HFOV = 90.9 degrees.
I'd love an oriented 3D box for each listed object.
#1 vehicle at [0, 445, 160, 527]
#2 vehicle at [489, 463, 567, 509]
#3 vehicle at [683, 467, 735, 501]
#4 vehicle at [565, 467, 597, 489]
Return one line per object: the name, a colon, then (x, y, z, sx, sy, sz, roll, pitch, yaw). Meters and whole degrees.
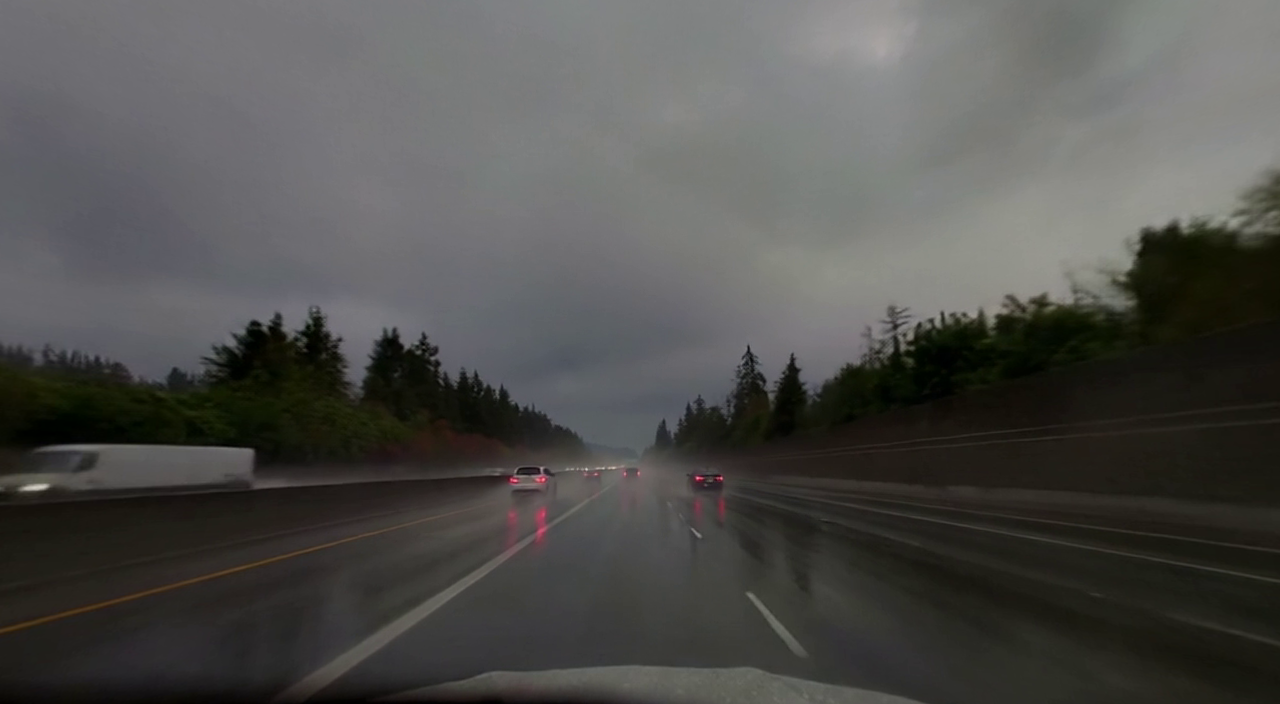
vehicle: (-16.660, 3.698, 17.739, 2.179, 1.970, 5.152, 1, -11, 0)
vehicle: (-4.012, 4.916, 23.458, 2.004, 1.468, 4.812, 0, -11, 0)
vehicle: (3.294, 6.394, 30.712, 1.981, 1.516, 4.109, 1, -11, -1)
vehicle: (-4.213, 9.057, 45.460, 2.000, 1.484, 3.995, 1, -11, -1)
